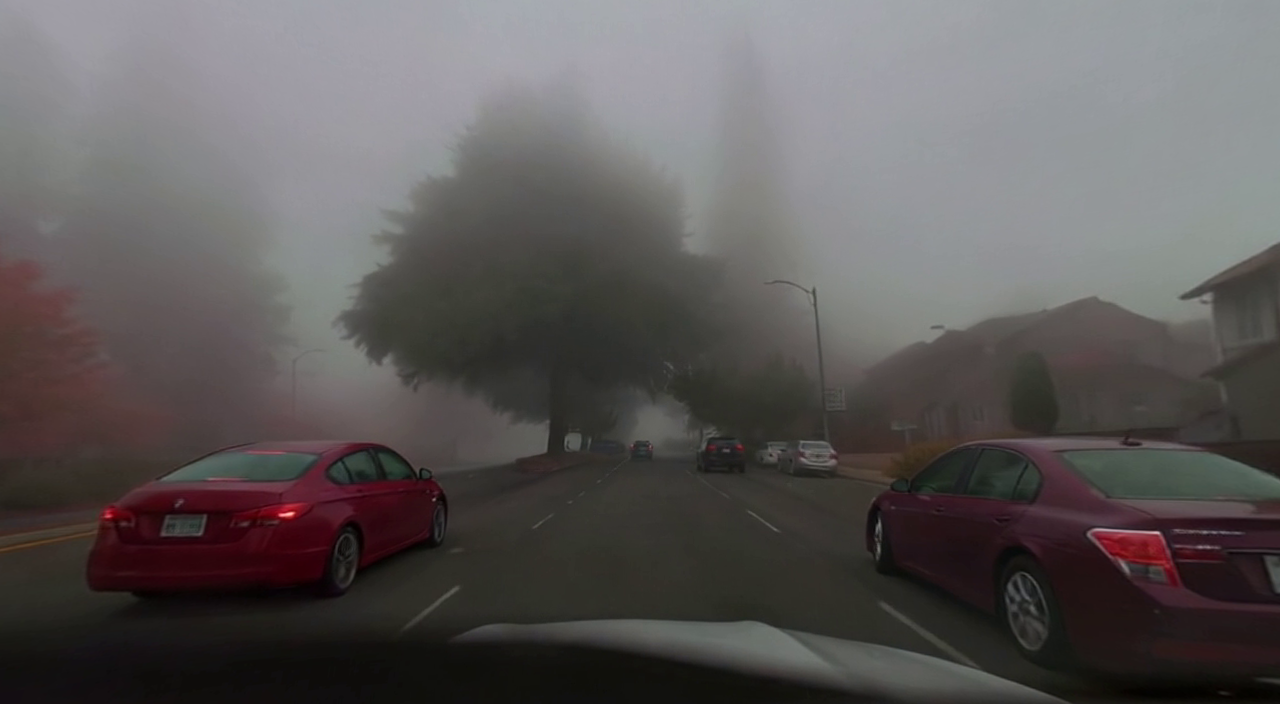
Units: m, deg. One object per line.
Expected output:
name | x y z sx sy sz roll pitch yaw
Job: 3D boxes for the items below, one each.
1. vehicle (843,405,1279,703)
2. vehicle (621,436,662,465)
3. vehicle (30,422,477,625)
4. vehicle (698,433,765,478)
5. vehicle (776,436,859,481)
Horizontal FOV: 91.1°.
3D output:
vehicle | 3.320 1.281 4.791 2.060 1.474 4.475 0 -8 0
vehicle | 0.092 5.933 37.882 2.293 1.662 4.262 0 -8 0
vehicle | -3.471 1.604 6.984 1.997 1.479 4.547 0 -8 1
vehicle | 3.619 4.191 25.674 2.019 1.675 4.488 0 -8 0
vehicle | 7.001 4.230 25.261 1.933 1.647 4.487 0 -8 -1
